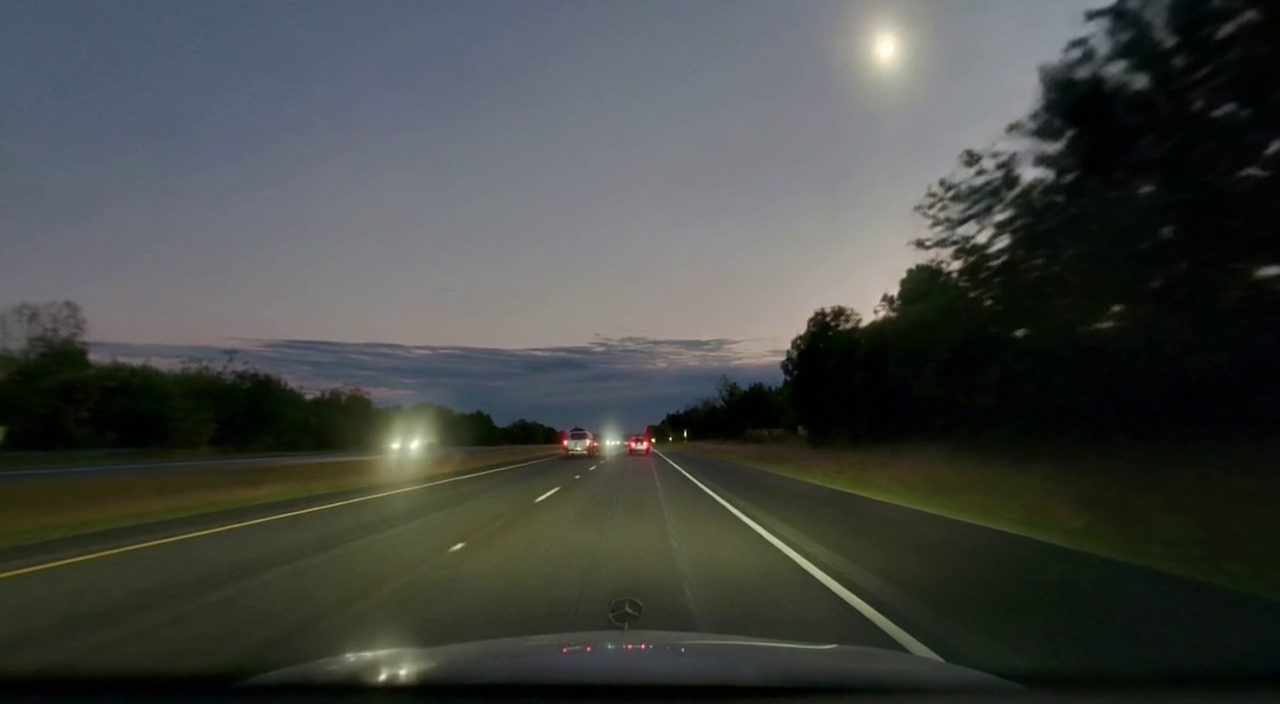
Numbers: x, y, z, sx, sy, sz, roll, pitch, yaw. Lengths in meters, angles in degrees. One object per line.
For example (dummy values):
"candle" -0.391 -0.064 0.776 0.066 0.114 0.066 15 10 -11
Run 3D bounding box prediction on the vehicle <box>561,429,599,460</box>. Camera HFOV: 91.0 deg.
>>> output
"vehicle" -4.141 6.503 44.366 2.241 2.034 4.890 0 -8 0

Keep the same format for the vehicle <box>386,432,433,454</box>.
"vehicle" -16.412 6.490 44.922 1.826 1.523 3.971 0 -8 1
